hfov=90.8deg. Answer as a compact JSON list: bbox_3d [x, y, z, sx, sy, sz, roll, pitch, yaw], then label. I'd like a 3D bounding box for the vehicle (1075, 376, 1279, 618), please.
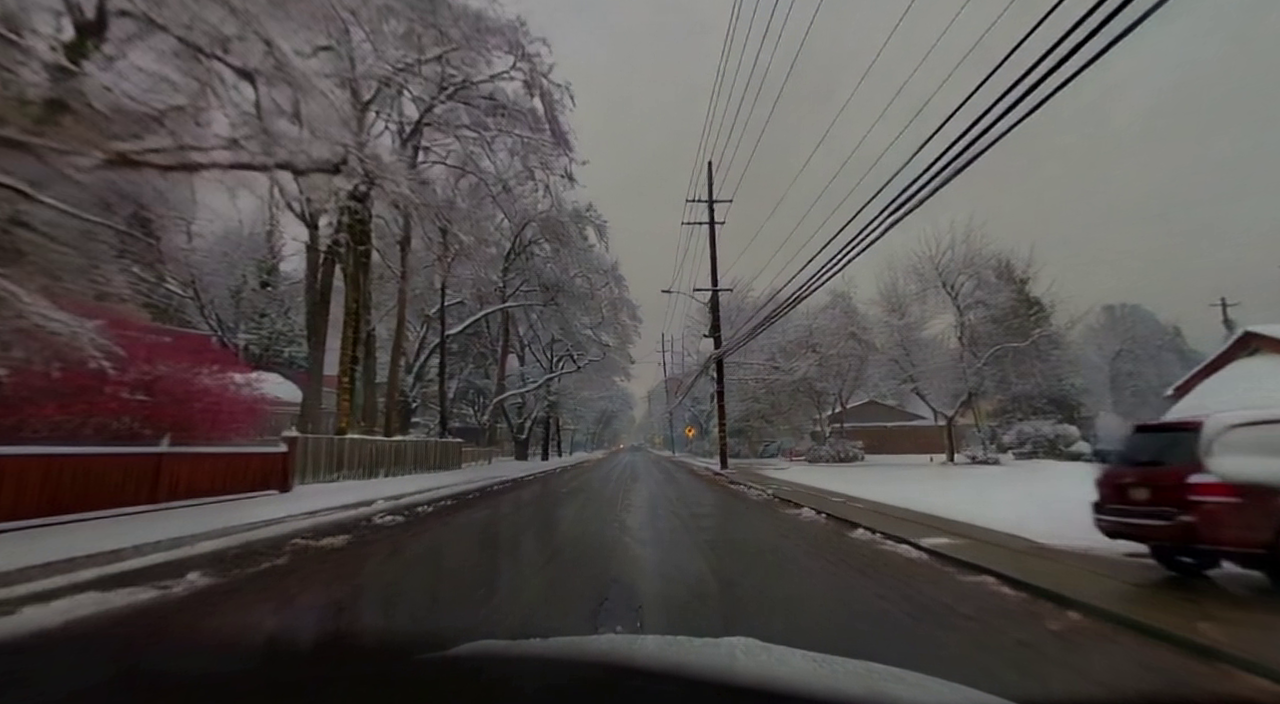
[{"bbox_3d":[7.235,1.243,5.833,4.806,1.851,2.050,0,-9,3],"label":"vehicle"}]
